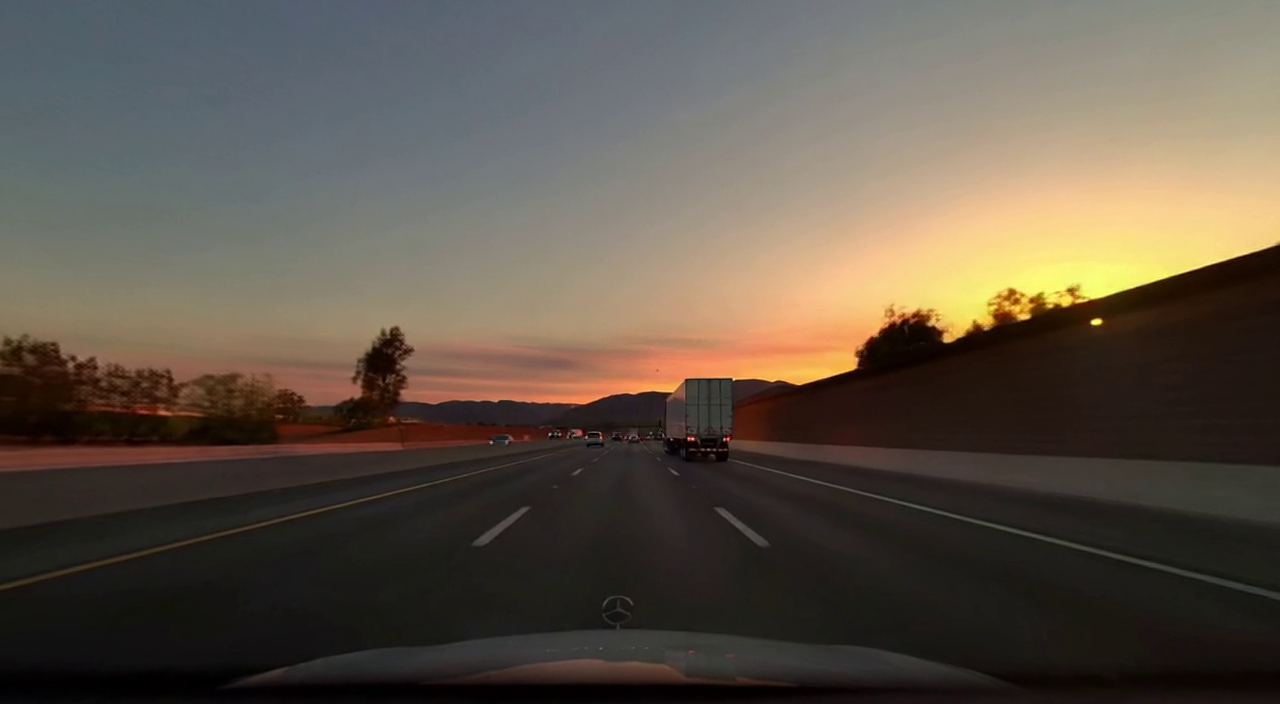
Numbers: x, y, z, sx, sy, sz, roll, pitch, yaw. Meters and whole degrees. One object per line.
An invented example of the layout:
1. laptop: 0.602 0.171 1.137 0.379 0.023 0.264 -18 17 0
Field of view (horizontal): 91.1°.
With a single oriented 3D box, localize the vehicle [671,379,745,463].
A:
1. vehicle: 3.428 3.878 34.275 2.859 3.981 8.596 0 -8 -1
